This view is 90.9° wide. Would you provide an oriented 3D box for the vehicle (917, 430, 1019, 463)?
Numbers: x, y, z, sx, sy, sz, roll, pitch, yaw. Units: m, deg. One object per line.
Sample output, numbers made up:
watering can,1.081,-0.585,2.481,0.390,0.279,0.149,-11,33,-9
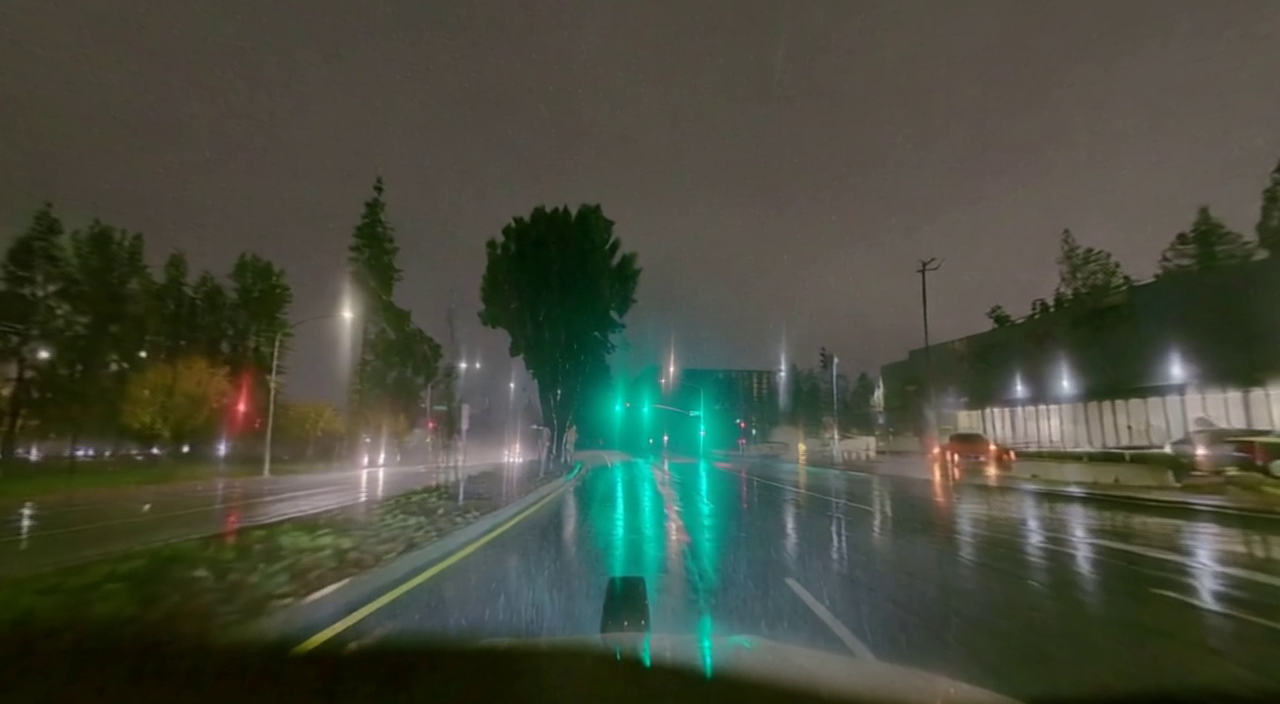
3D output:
vehicle,18.201,5.300,35.308,2.084,1.675,4.966,3,-9,-17
